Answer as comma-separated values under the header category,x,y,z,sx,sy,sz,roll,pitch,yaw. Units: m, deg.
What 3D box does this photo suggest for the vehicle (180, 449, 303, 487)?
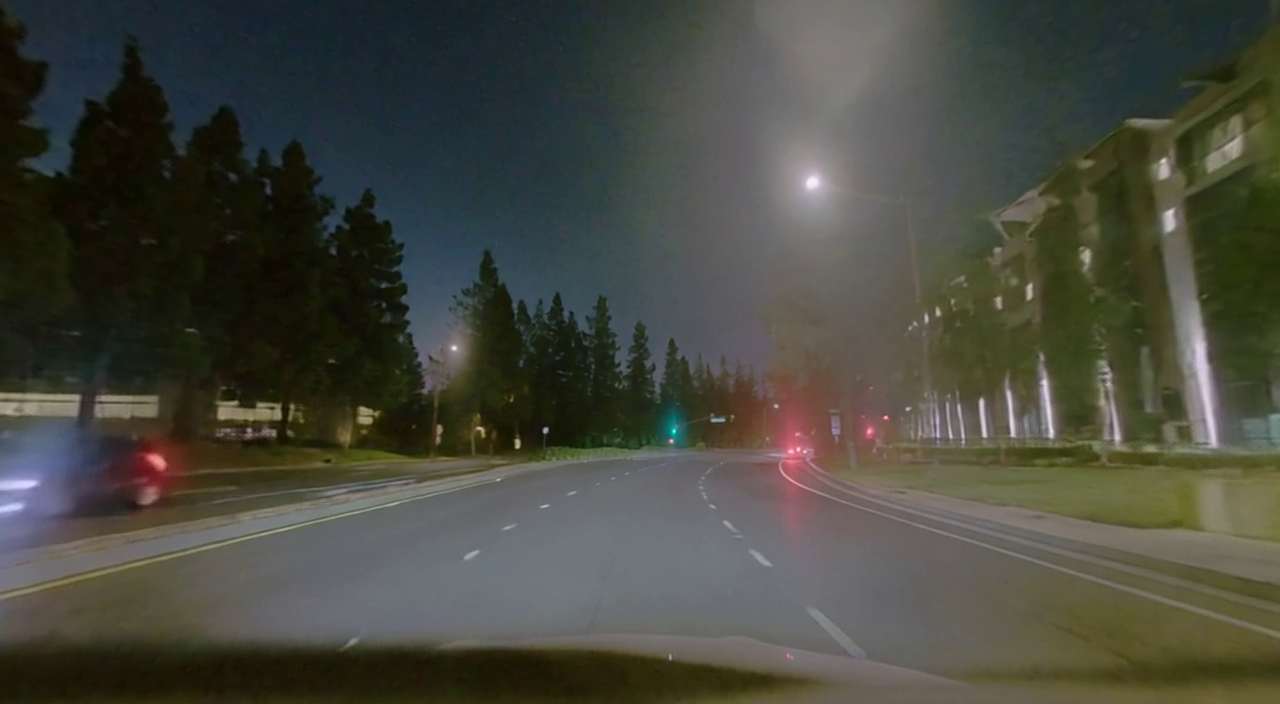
category,x,y,z,sx,sy,sz,roll,pitch,yaw
vehicle,-17.198,4.993,27.639,1.975,1.500,4.814,-1,-9,4

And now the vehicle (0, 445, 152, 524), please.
category,x,y,z,sx,sy,sz,roll,pitch,yaw
vehicle,-14.882,3.162,15.546,2.080,1.695,4.454,-1,-9,1
